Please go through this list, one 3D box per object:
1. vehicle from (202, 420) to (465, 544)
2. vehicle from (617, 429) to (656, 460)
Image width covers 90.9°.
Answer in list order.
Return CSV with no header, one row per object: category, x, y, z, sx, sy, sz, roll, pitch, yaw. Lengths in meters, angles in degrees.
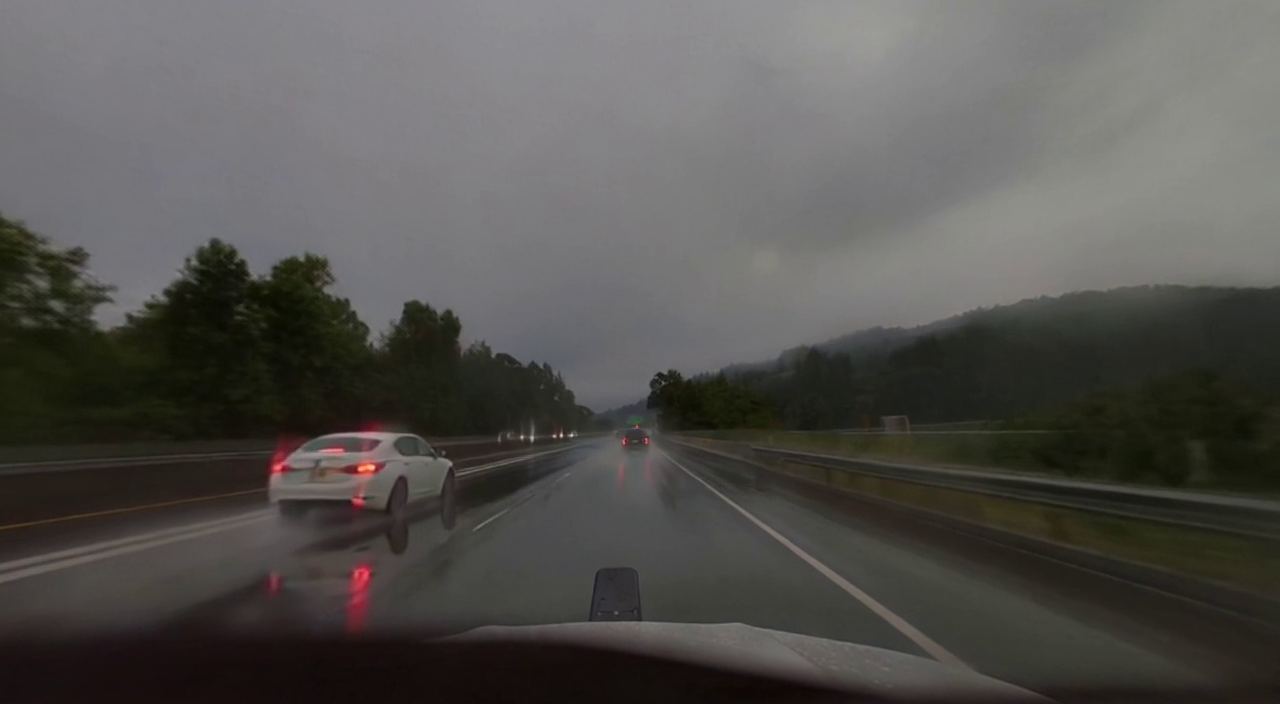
vehicle,-4.291,1.858,9.729,2.030,1.491,4.046,0,-8,0
vehicle,-0.217,5.322,36.420,2.134,1.654,4.174,0,-8,-1
